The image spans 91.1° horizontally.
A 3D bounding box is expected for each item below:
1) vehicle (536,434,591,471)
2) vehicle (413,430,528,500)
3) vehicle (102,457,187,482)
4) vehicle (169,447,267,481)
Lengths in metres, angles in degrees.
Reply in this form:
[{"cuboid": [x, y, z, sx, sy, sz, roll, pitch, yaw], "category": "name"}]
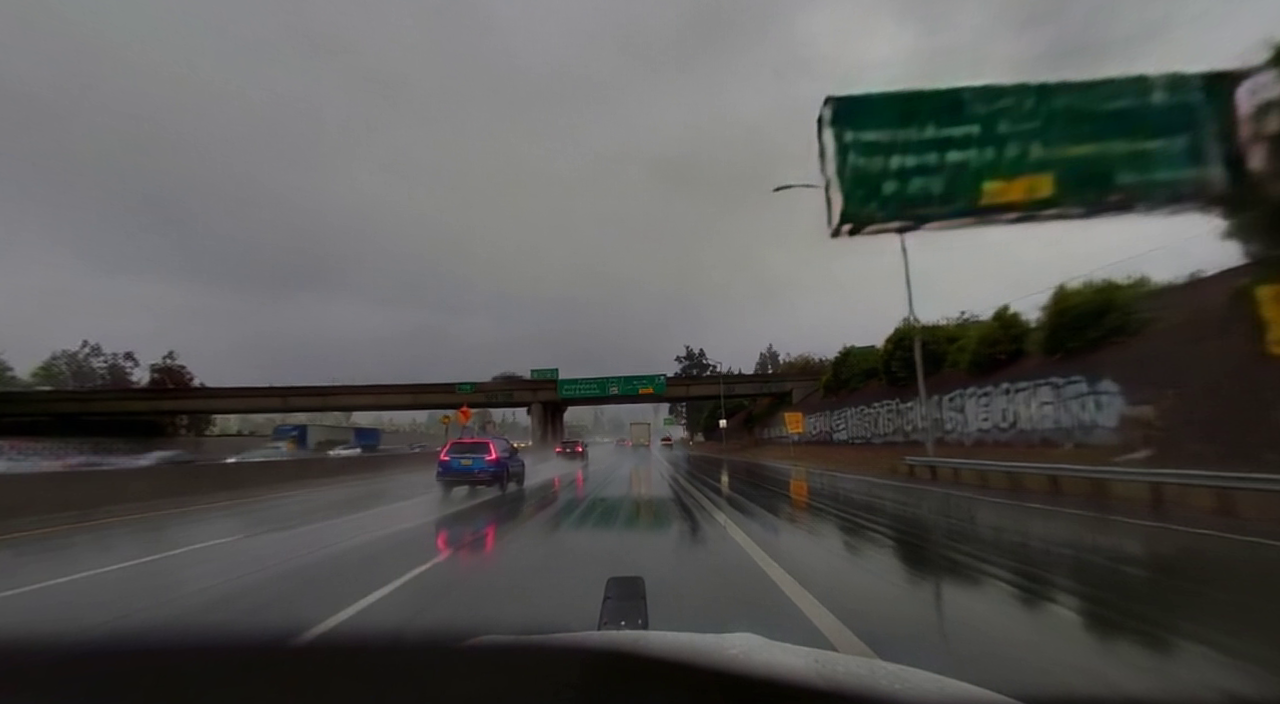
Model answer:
[{"cuboid": [-3.736, 5.008, 31.398, 2.154, 1.693, 4.394, 0, -8, 1], "category": "vehicle"}, {"cuboid": [-4.362, 2.954, 16.862, 1.969, 1.633, 3.962, 0, -8, 0], "category": "vehicle"}, {"cuboid": [-35.220, 8.338, 44.833, 1.969, 1.515, 5.131, 0, -8, -1], "category": "vehicle"}, {"cuboid": [-20.541, 5.436, 30.780, 1.845, 1.497, 4.265, 0, -8, 0], "category": "vehicle"}]
